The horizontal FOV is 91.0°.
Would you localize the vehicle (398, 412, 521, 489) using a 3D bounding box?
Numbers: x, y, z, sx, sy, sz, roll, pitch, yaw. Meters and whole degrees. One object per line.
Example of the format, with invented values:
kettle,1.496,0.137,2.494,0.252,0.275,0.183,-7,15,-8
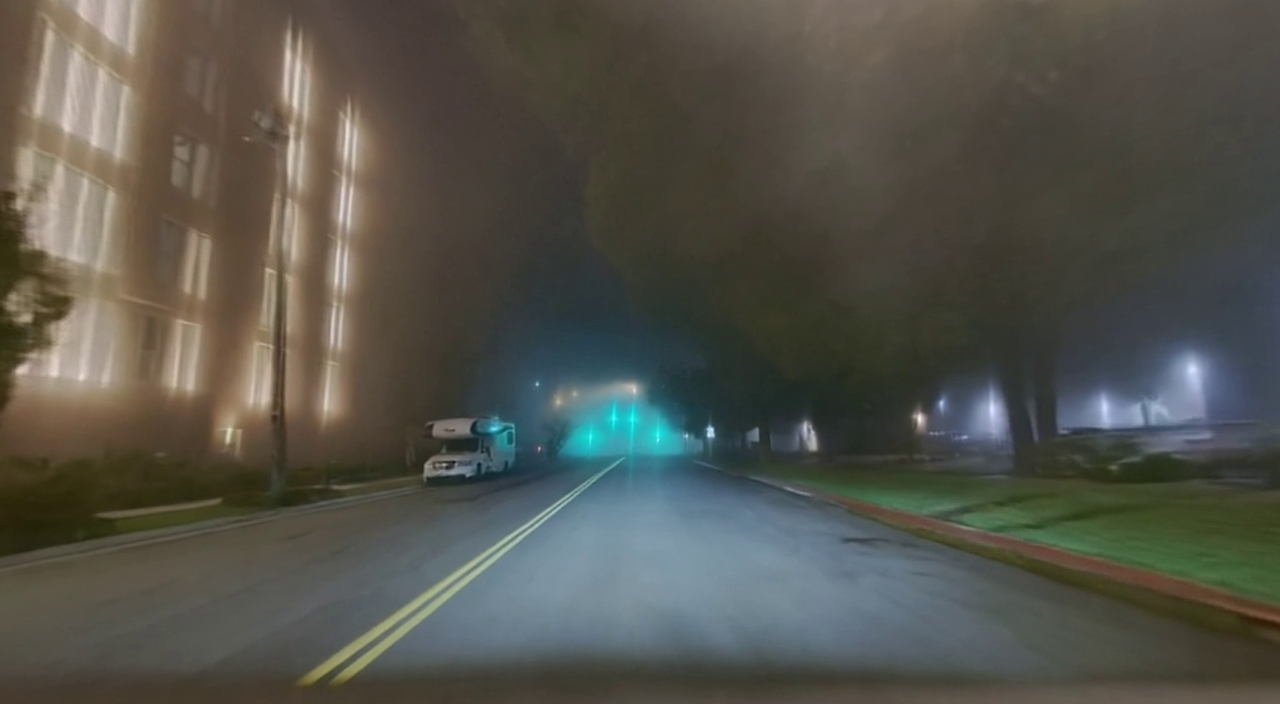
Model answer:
vehicle,-7.326,4.132,26.931,3.108,2.771,7.999,0,-8,-2
